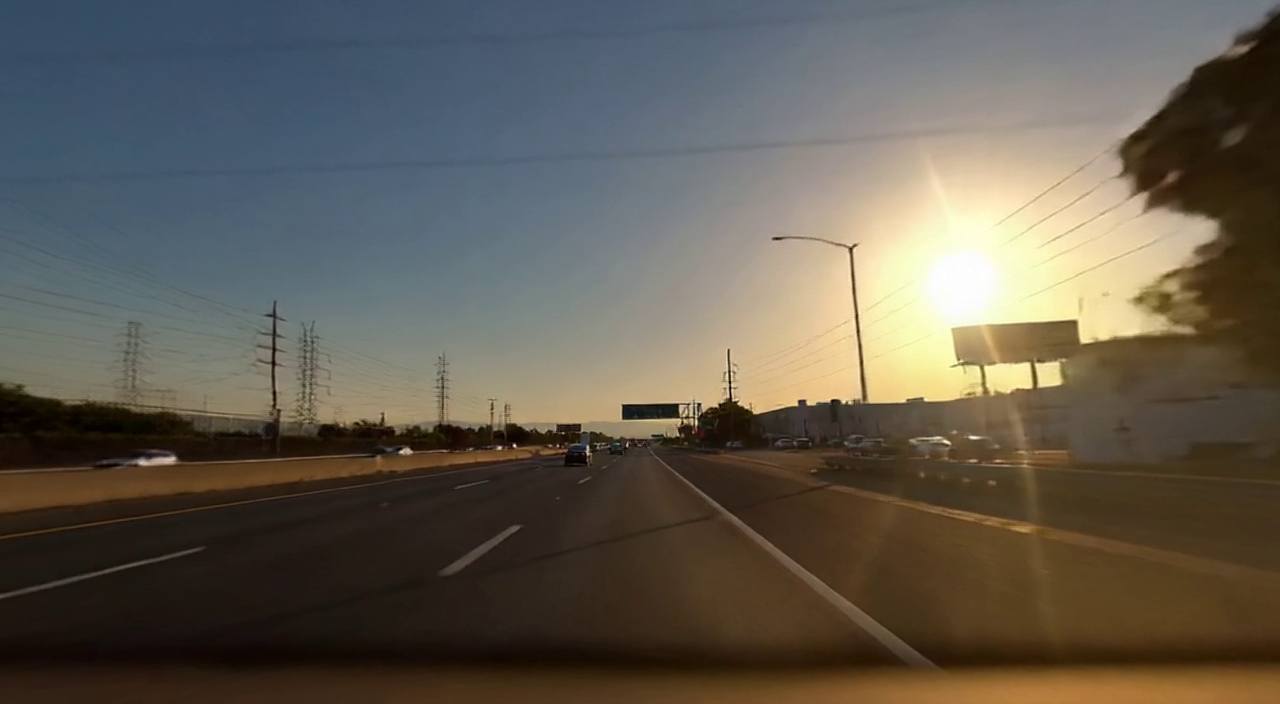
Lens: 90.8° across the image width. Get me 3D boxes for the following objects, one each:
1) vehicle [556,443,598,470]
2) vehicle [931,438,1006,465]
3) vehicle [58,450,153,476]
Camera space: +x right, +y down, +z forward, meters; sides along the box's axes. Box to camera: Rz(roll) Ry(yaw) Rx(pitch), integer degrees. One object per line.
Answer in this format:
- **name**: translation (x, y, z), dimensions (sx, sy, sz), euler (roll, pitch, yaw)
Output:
- **vehicle**: translation (-3.638, 6.123, 37.305), dimensions (1.940, 1.479, 4.545), euler (0, -9, 1)
- **vehicle**: translation (19.181, 5.825, 37.125), dimensions (1.806, 1.466, 4.711), euler (0, -9, -1)
- **vehicle**: translation (-32.520, 6.720, 38.654), dimensions (1.779, 1.458, 4.558), euler (0, -9, 1)
